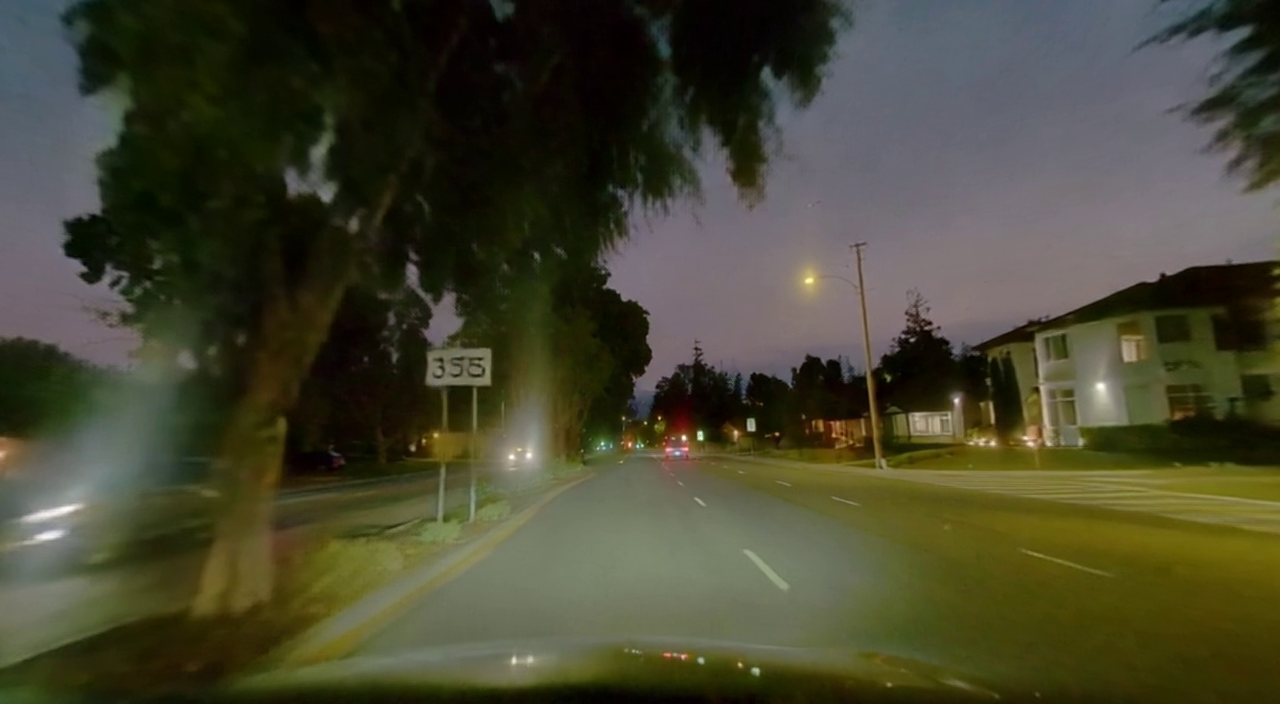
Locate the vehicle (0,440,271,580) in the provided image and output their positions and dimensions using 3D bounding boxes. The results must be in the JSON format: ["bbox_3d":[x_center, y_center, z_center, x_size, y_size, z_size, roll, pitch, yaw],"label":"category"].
[{"bbox_3d":[-8.462,2.339,10.331,2.054,1.746,4.507,0,-8,1],"label":"vehicle"}]

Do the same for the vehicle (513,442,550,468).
[{"bbox_3d":[-8.093,7.740,47.622,1.964,1.722,4.403,-3,-8,0],"label":"vehicle"}]

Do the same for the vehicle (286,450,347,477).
[{"bbox_3d":[-21.682,7.445,42.557,1.860,1.663,4.418,0,-8,-1],"label":"vehicle"}]
